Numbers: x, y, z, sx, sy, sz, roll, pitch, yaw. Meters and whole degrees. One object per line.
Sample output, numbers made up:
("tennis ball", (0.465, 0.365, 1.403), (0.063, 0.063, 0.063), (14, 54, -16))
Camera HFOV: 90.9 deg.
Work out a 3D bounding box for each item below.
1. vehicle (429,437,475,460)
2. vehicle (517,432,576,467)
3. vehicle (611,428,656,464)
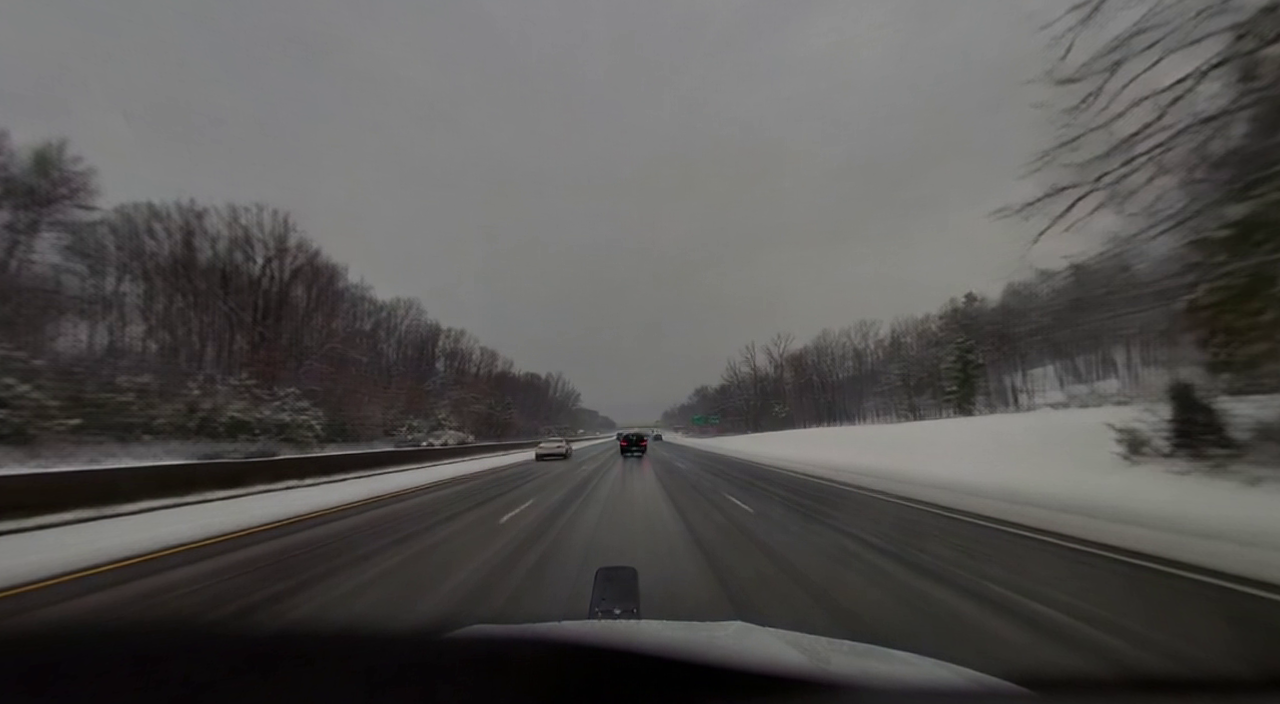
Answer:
("vehicle", (-12.985, 6.668, 43.776), (1.888, 1.432, 4.235), (0, -8, 0))
("vehicle", (-4.149, 4.401, 28.707), (2.030, 1.491, 4.046), (0, -8, 1))
("vehicle", (-0.307, 4.709, 31.750), (2.134, 1.654, 4.174), (0, -8, 0))
